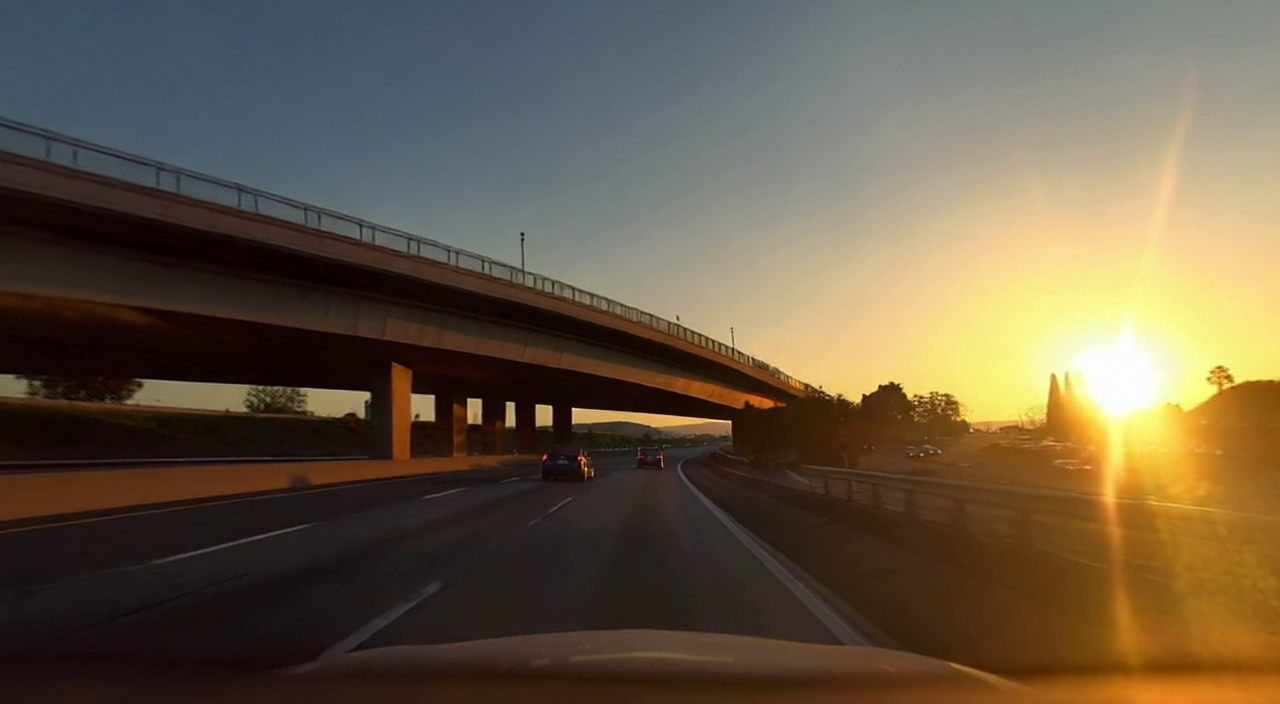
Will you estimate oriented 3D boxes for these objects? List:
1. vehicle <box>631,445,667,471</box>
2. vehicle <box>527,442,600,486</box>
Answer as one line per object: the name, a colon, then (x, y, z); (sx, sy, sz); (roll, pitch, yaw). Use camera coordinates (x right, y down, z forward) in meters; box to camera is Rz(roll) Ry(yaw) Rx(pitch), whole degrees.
vehicle: (0.582, 6.637, 39.596); (2.129, 1.502, 4.321); (0, -9, 2)
vehicle: (-2.851, 4.311, 24.517); (2.129, 1.563, 4.387); (0, -9, 2)
